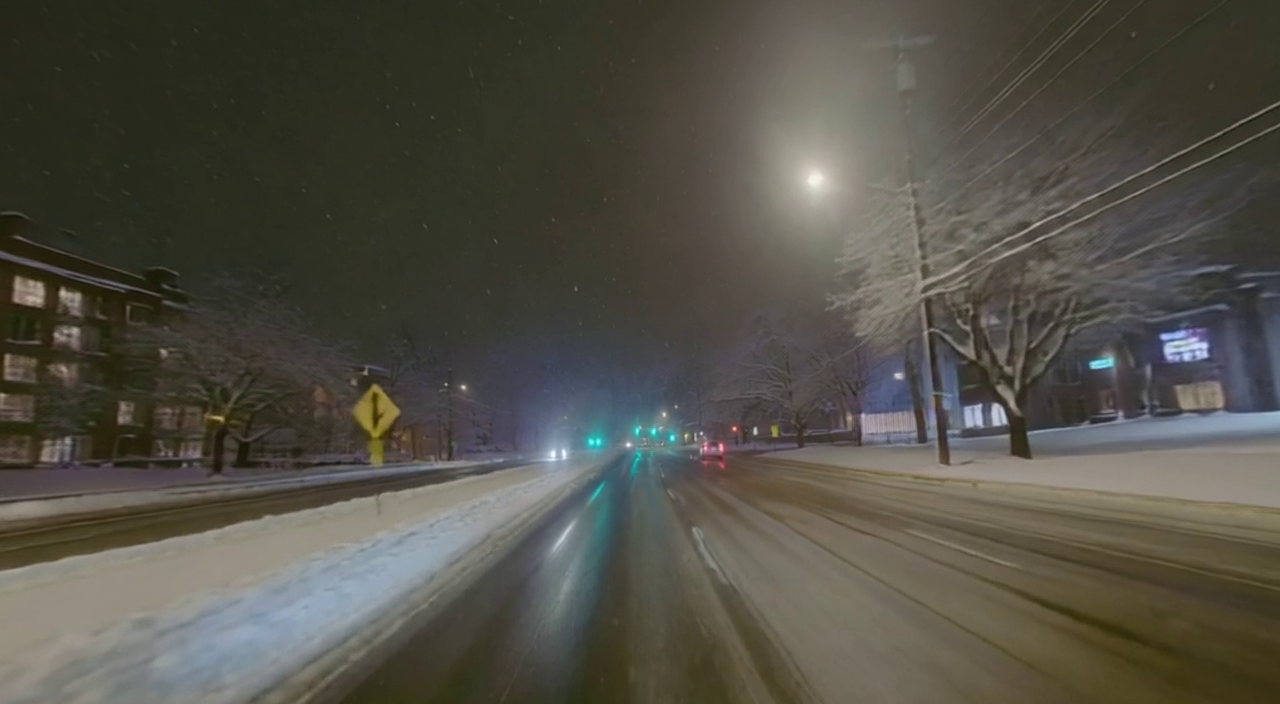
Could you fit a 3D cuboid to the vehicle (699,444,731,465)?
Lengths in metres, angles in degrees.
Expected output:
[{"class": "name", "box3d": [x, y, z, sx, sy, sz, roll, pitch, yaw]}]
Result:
[{"class": "vehicle", "box3d": [5.628, 7.764, 47.743, 1.908, 1.476, 3.880, 0, -9, -1]}]
